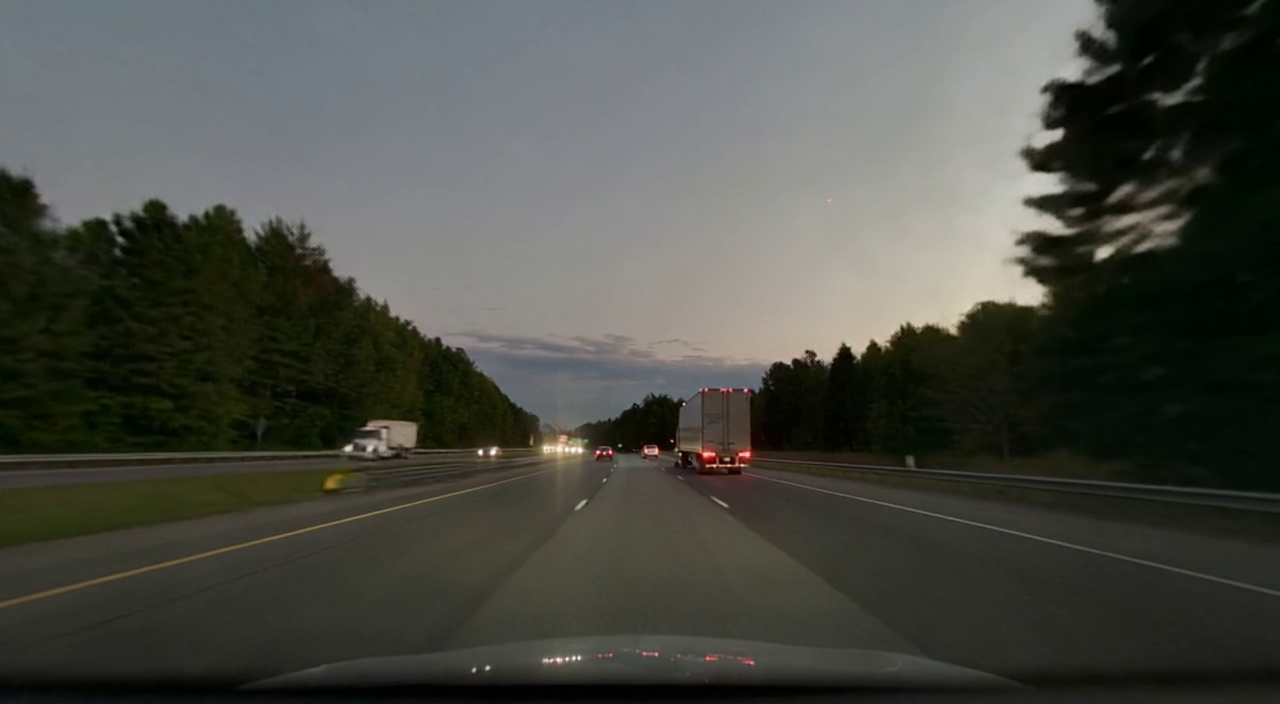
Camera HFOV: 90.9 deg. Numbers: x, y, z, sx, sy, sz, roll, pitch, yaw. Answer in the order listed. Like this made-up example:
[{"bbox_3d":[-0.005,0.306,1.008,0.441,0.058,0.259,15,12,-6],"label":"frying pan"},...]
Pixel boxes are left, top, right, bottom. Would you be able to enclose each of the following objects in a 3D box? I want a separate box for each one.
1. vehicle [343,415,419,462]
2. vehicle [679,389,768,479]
[{"bbox_3d":[-19.724,6.722,48.511,2.679,3.356,7.493,0,-9,0],"label":"vehicle"},{"bbox_3d":[4.147,4.701,34.892,2.950,4.033,13.276,0,-9,-1],"label":"vehicle"}]
